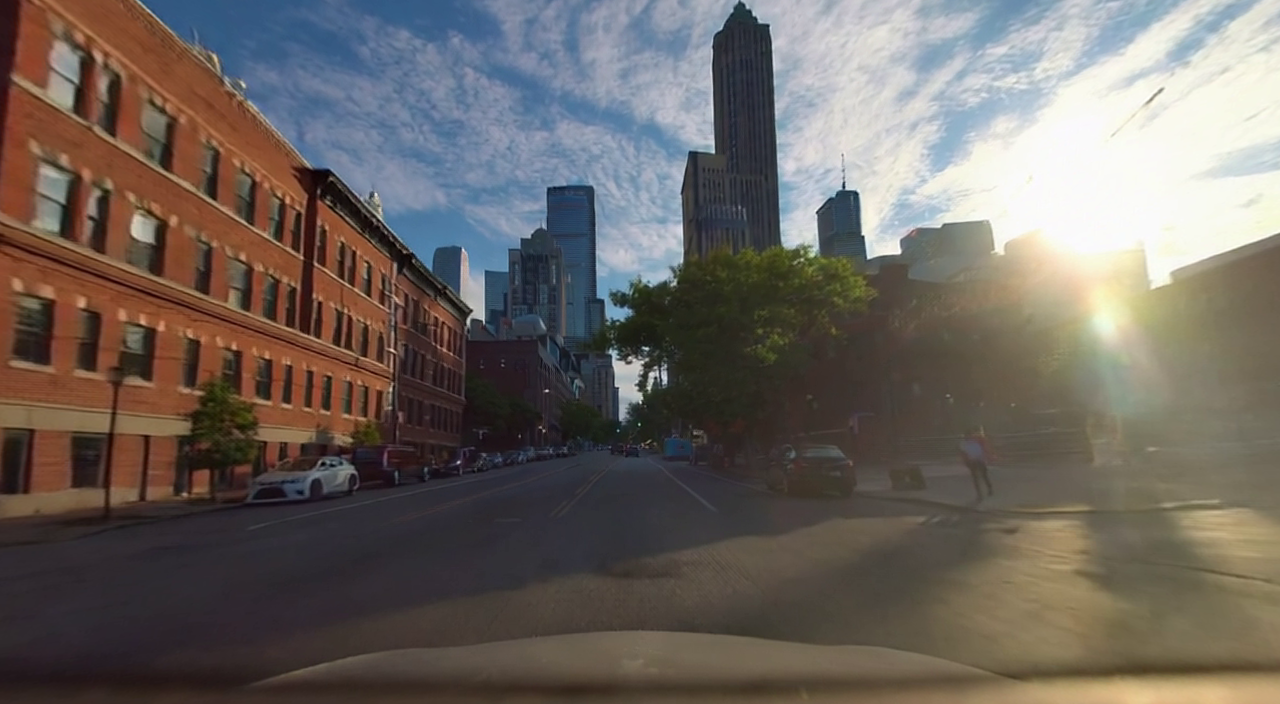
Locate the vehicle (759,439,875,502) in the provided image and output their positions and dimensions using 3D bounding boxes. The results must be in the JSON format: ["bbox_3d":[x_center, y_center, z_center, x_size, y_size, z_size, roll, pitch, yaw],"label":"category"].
[{"bbox_3d":[4.821,3.281,17.942,1.929,1.522,4.543,0,-8,0],"label":"vehicle"}]

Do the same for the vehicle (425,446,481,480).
[{"bbox_3d":[-11.517,6.816,39.298,1.970,1.828,5.519,-3,-8,-2],"label":"vehicle"}]

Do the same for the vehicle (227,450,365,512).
[{"bbox_3d":[-11.162,4.163,20.974,1.992,1.629,4.773,-4,-8,-1],"label":"vehicle"}]

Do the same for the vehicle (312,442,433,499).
[{"bbox_3d":[-11.045,4.881,26.755,2.574,1.922,6.292,-4,-8,-2],"label":"vehicle"}]

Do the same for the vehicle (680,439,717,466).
[{"bbox_3d":[4.394,7.663,48.445,2.237,1.908,5.320,0,-8,-1],"label":"vehicle"}]
